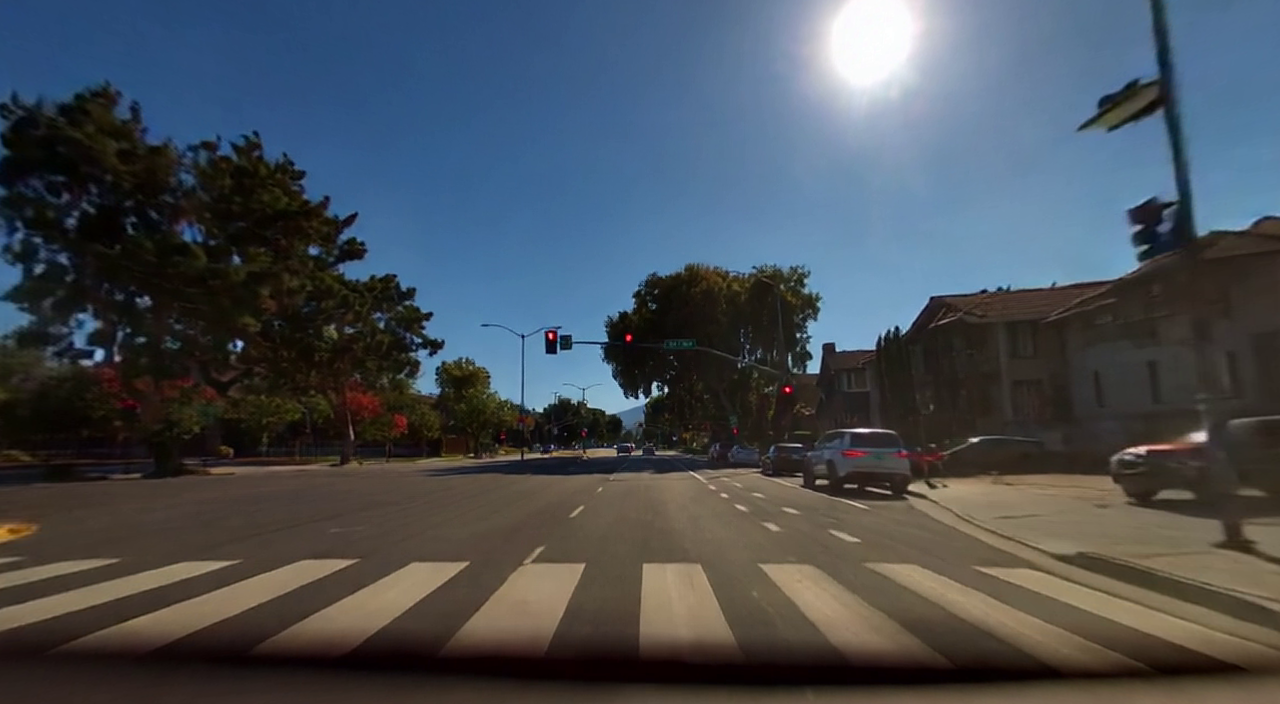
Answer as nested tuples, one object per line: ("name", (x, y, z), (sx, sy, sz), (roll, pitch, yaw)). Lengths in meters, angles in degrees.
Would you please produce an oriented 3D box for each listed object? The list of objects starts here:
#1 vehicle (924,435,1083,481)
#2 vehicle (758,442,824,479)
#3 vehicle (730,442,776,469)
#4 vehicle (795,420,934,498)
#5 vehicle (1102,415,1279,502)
("vehicle", (12.313, 3.620, 21.735), (4.452, 1.459, 2.001), (-4, -9, 23))
("vehicle", (6.421, 4.648, 27.381), (1.936, 1.456, 4.445), (0, -9, 2))
("vehicle", (6.525, 6.011, 36.819), (1.976, 1.498, 4.390), (0, -9, 1))
("vehicle", (6.311, 3.089, 18.505), (2.293, 1.942, 5.004), (0, -9, 1))
("vehicle", (12.269, 2.070, 12.414), (4.585, 1.564, 2.078), (-3, -9, 19))
